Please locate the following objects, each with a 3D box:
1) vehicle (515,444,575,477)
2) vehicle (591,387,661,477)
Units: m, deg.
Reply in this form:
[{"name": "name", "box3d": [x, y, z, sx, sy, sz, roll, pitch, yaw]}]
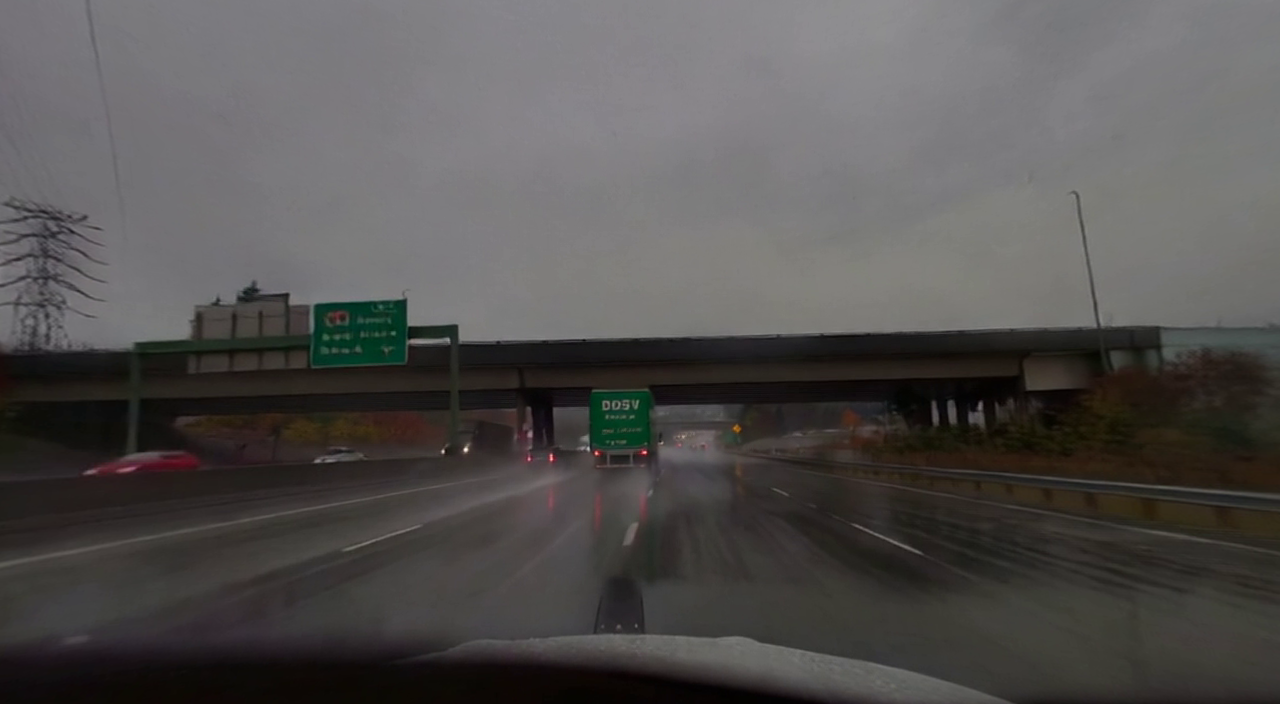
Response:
[{"name": "vehicle", "box3d": [-4.542, 5.268, 30.713, 1.958, 1.467, 4.737, -1, -9, 3]}, {"name": "vehicle", "box3d": [-0.417, 4.543, 34.526, 3.025, 4.002, 12.709, -1, -9, 2]}]
